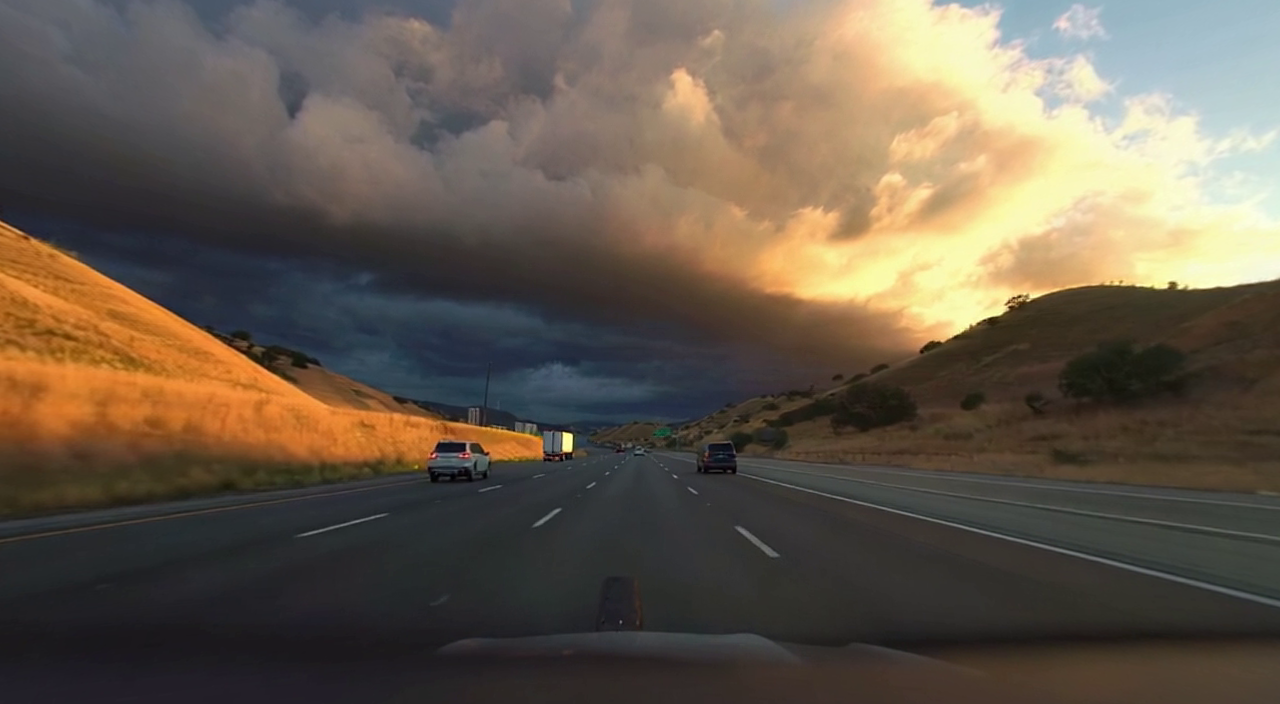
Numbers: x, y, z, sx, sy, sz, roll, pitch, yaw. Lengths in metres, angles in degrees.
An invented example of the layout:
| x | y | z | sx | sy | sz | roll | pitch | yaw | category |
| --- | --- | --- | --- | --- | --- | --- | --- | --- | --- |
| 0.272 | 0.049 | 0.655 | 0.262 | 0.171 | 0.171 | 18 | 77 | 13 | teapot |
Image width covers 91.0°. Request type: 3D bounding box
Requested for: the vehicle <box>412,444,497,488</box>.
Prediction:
| x | y | z | sx | sy | sz | roll | pitch | yaw | category |
| --- | --- | --- | --- | --- | --- | --- | --- | --- | --- |
| -7.296 | 4.516 | 25.296 | 1.935 | 1.550 | 4.883 | 0 | -9 | 0 | vehicle |

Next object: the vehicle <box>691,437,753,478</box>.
| x | y | z | sx | sy | sz | roll | pitch | yaw | category |
| --- | --- | --- | --- | --- | --- | --- | --- | --- | --- |
| 3.781 | 5.003 | 29.981 | 2.231 | 1.789 | 4.700 | 0 | -9 | -1 | vehicle |
